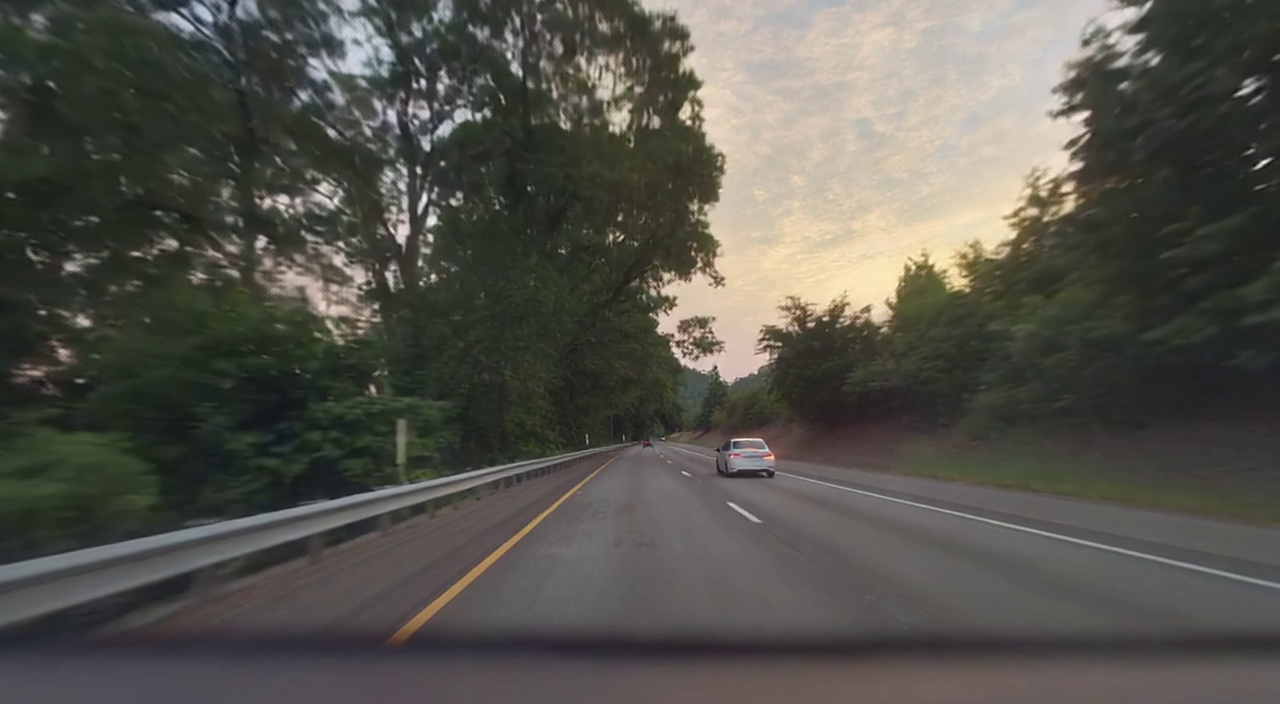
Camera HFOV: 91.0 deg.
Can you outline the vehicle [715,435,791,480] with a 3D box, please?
[{"bbox_3d":[4.150,3.944,23.953,1.905,1.525,4.719,0,-8,-2],"label":"vehicle"}]
